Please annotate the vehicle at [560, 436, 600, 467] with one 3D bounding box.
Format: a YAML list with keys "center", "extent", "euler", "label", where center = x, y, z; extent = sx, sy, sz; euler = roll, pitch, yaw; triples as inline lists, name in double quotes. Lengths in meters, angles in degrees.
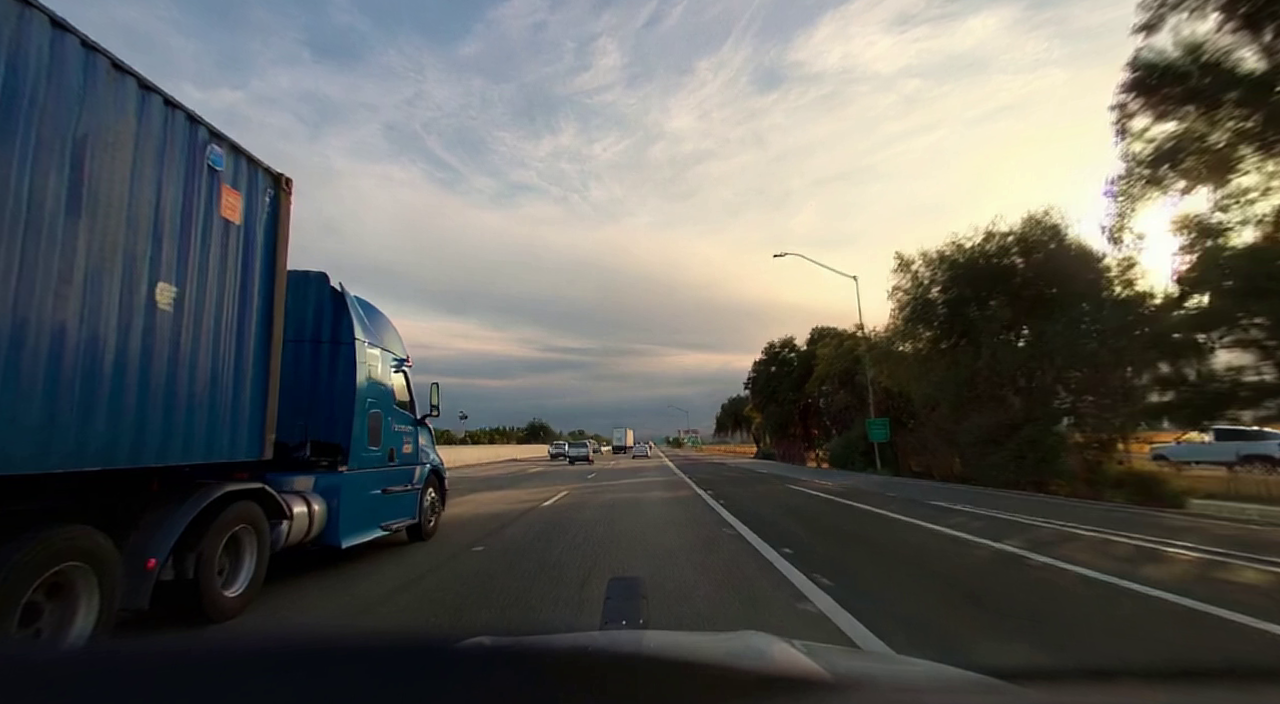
- center: [-3.554, 6.019, 38.153]
  extent: [1.995, 1.745, 4.187]
  euler: [0, -8, 0]
  label: "vehicle"

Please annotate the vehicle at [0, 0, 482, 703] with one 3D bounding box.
- center: [-3.970, 0.210, 5.825]
  extent: [2.987, 3.868, 7.576]
  euler: [0, -8, 0]
  label: "vehicle"

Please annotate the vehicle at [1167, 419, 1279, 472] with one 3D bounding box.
- center: [43.744, 6.589, 44.566]
  extent: [3.198, 3.490, 9.353]
  euler: [3, -9, -20]
  label: "vehicle"
